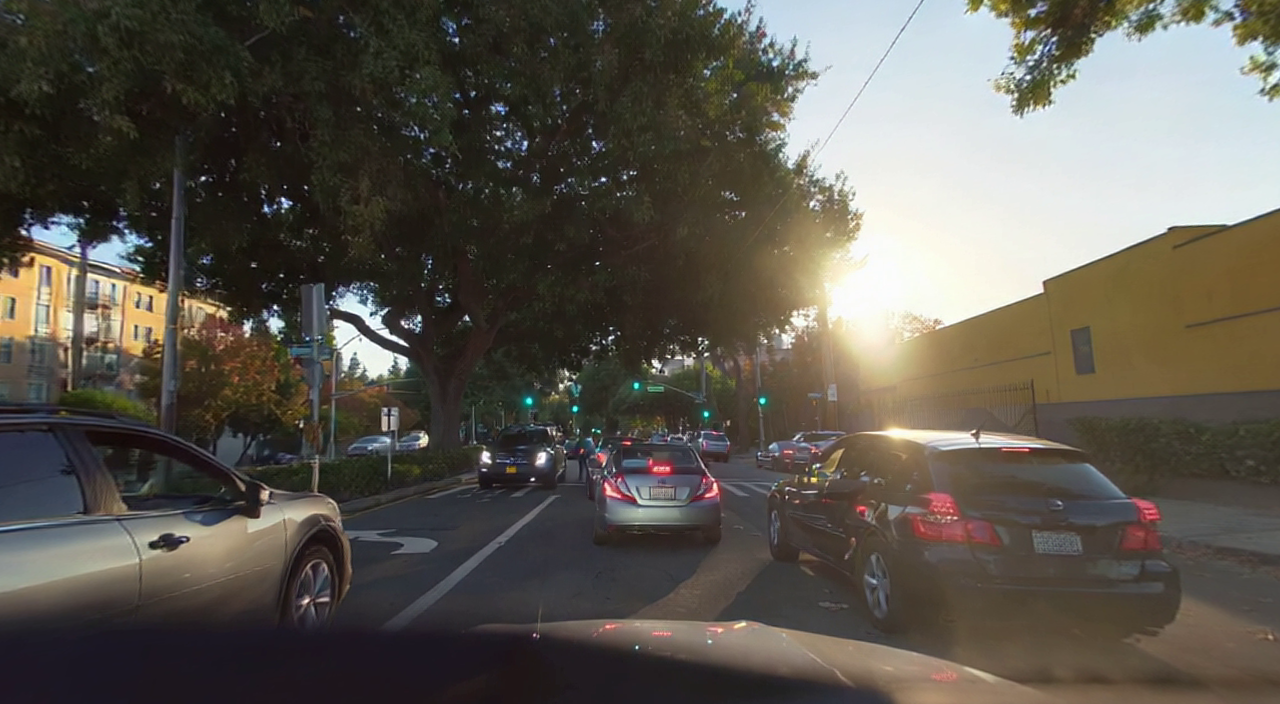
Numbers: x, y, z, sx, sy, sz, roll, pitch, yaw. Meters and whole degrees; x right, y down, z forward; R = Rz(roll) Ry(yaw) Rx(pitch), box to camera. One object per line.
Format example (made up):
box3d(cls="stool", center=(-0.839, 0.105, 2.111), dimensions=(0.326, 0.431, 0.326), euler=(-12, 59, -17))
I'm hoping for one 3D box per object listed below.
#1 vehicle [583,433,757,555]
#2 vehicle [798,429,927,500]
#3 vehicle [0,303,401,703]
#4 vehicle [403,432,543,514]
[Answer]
box3d(cls="vehicle", center=(0.269, 1.995, 9.574), dimensions=(2.095, 1.438, 3.843), euler=(0, -9, -3))
box3d(cls="vehicle", center=(6.342, 3.250, 18.692), dimensions=(2.025, 1.808, 4.579), euler=(0, -9, -2))
box3d(cls="vehicle", center=(-3.268, 0.932, 3.392), dimensions=(2.152, 1.802, 4.628), euler=(0, -9, 0))
box3d(cls="vehicle", center=(-3.506, 2.624, 14.229), dimensions=(1.901, 1.522, 4.556), euler=(0, -9, 0))
